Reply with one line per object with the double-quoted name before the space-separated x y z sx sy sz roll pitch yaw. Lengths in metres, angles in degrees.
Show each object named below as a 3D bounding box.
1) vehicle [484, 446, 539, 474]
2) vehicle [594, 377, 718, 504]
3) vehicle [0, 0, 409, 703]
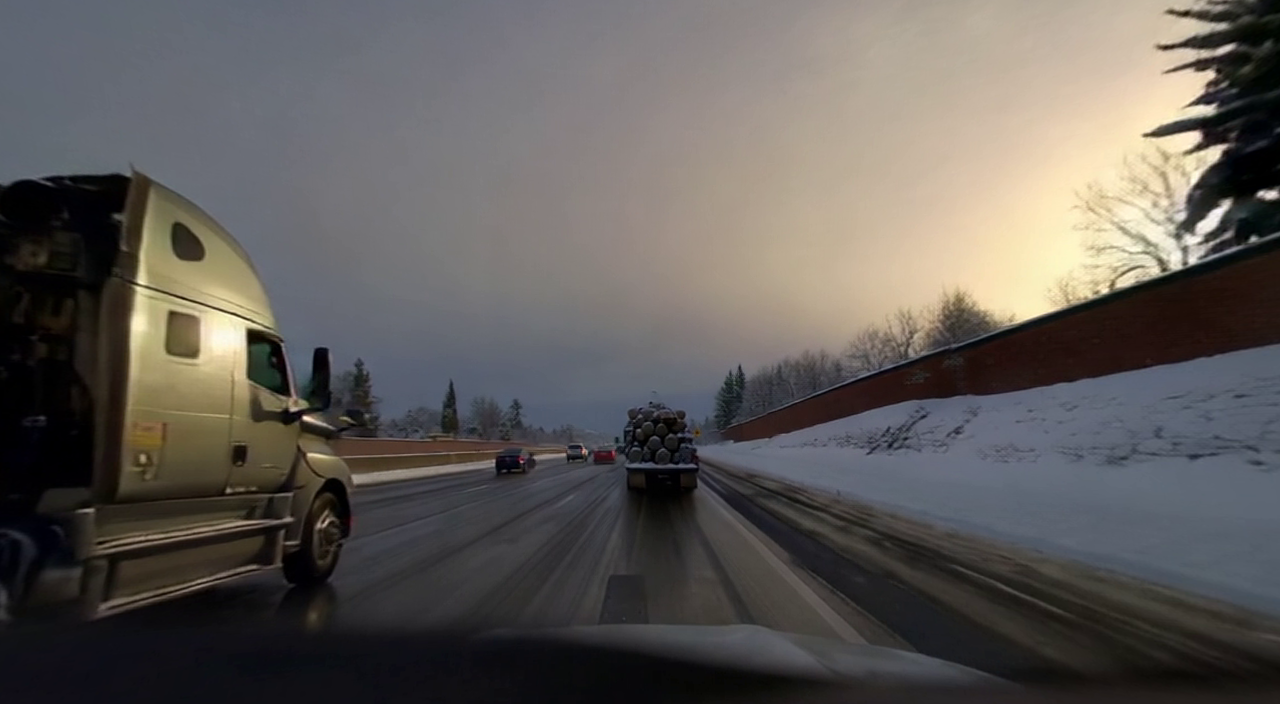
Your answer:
"vehicle" -7.203 6.071 35.766 2.006 1.458 4.700 0 -8 2
"vehicle" 0.085 2.757 19.628 2.798 3.071 8.412 1 -8 -6
"vehicle" -4.143 0.062 3.896 2.998 3.992 5.800 0 -8 2
